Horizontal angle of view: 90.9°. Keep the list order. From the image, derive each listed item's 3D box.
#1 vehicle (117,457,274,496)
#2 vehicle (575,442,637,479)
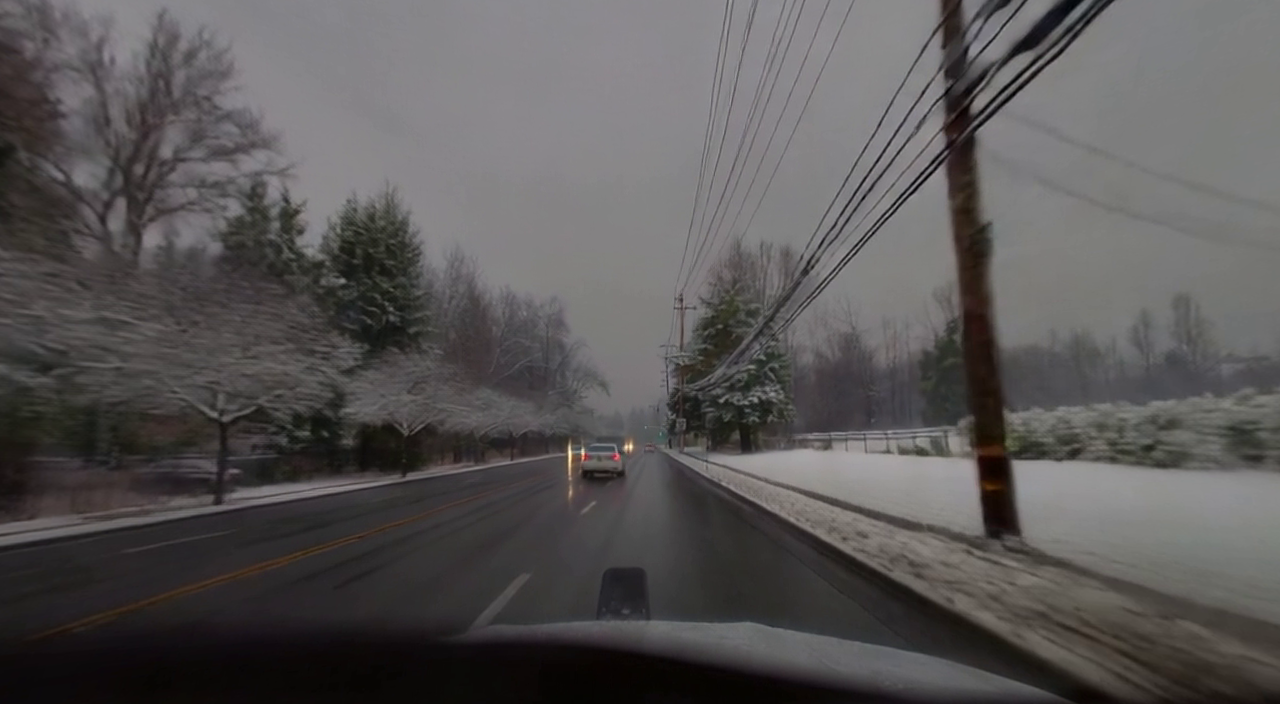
[{"bbox_3d":[-18.053,5.070,25.781,4.916,1.474,2.008,0,-9,1],"label":"vehicle"},{"bbox_3d":[-1.361,4.624,27.059,2.153,1.461,4.374,-1,-9,3],"label":"vehicle"}]
